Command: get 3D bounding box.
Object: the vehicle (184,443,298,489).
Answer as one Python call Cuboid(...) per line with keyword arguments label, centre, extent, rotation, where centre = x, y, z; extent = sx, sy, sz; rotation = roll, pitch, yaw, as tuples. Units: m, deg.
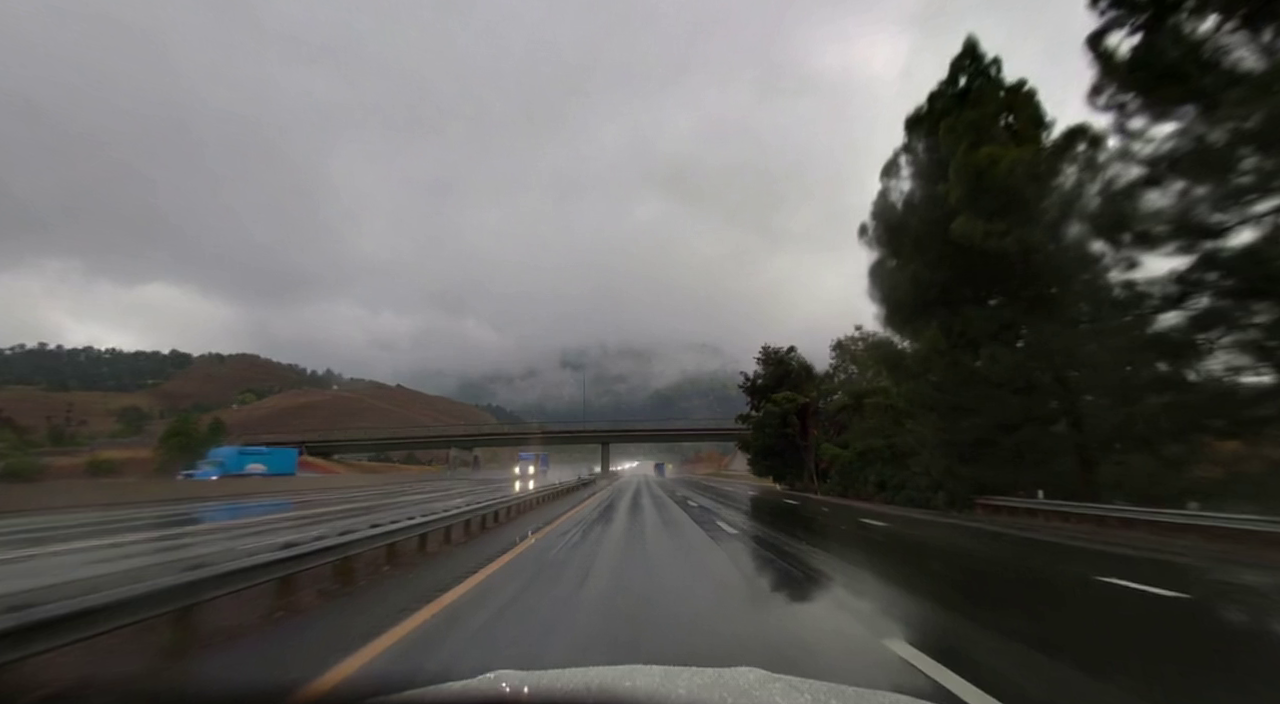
Cuboid(label="vehicle", centre=(-30.912, 8.958, 49.460), extent=(2.837, 3.196, 9.119), rotation=(1, -10, 1))
